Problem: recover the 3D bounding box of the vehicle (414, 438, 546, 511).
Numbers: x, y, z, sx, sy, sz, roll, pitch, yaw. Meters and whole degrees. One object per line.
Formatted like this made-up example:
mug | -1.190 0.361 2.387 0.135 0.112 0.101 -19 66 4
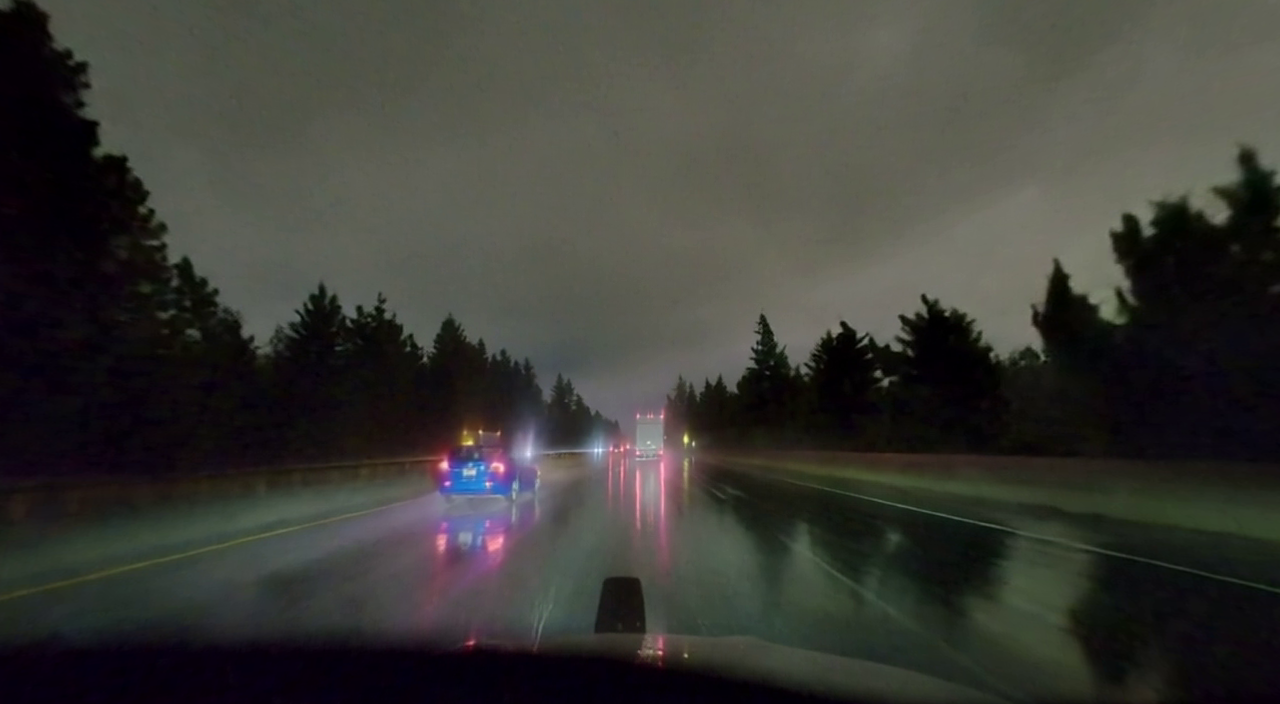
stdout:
vehicle | -3.811 3.017 16.068 1.999 1.533 4.870 -1 -9 1
